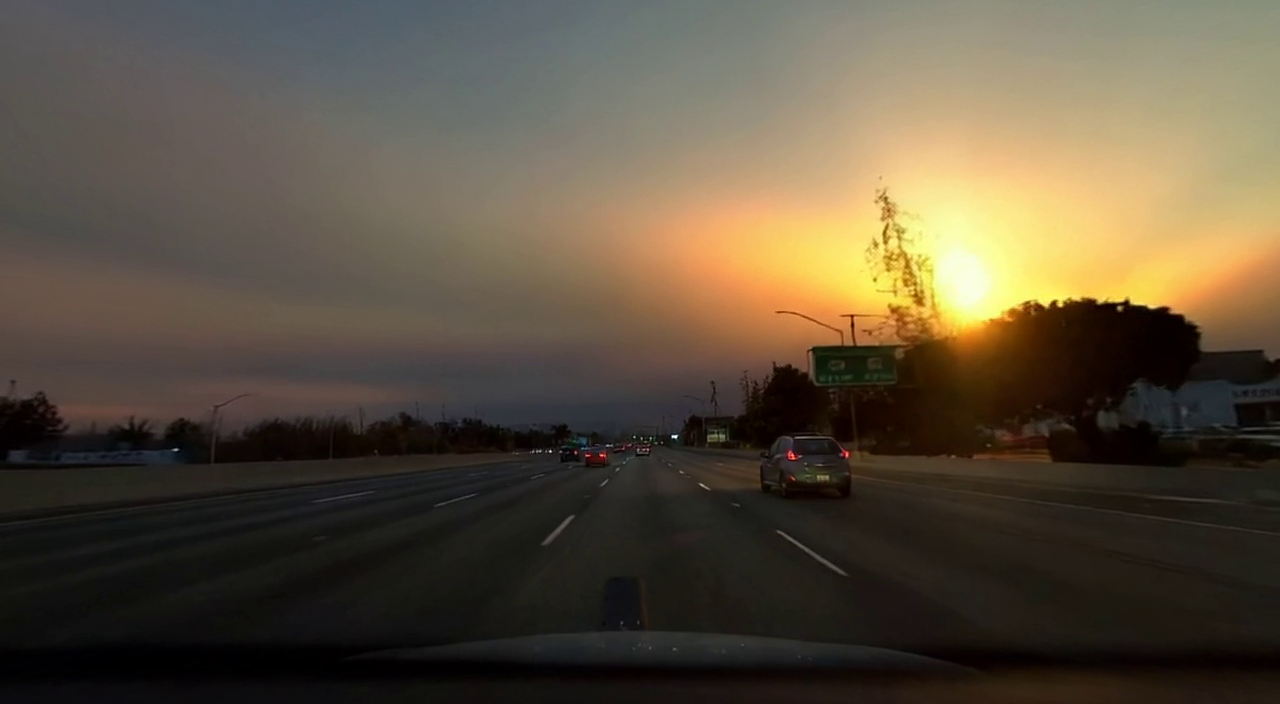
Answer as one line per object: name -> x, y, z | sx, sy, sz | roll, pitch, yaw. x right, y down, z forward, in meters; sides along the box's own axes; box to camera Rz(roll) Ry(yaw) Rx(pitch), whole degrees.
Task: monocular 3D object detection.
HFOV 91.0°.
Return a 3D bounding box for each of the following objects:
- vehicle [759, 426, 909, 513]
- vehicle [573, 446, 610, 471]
vehicle -> 4.429, 2.777, 15.328 | 2.109, 1.764, 4.704 | 0, -9, -1
vehicle -> -3.156, 7.048, 41.872 | 2.139, 1.510, 4.506 | 0, -9, 0
